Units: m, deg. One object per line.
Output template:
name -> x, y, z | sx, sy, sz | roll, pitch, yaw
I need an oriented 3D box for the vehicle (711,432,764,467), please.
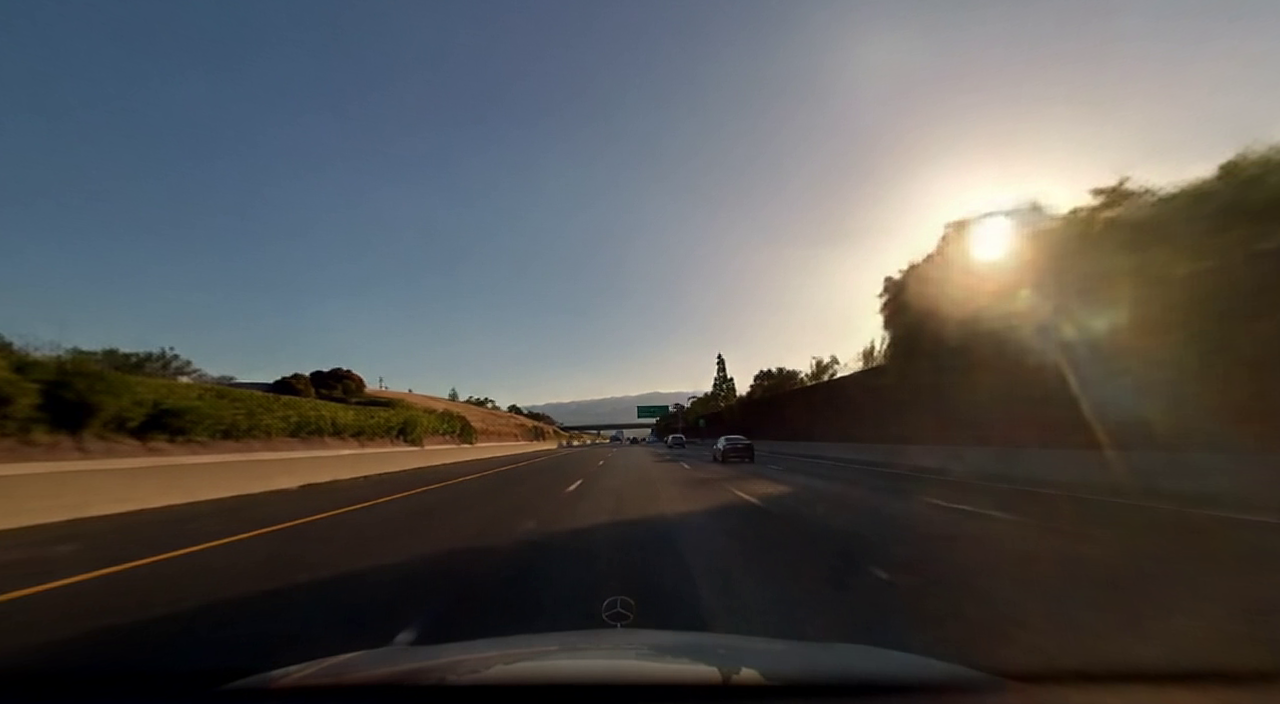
vehicle -> 4.543, 4.572, 29.717 | 1.802, 1.492, 3.804 | 0, -8, -1
